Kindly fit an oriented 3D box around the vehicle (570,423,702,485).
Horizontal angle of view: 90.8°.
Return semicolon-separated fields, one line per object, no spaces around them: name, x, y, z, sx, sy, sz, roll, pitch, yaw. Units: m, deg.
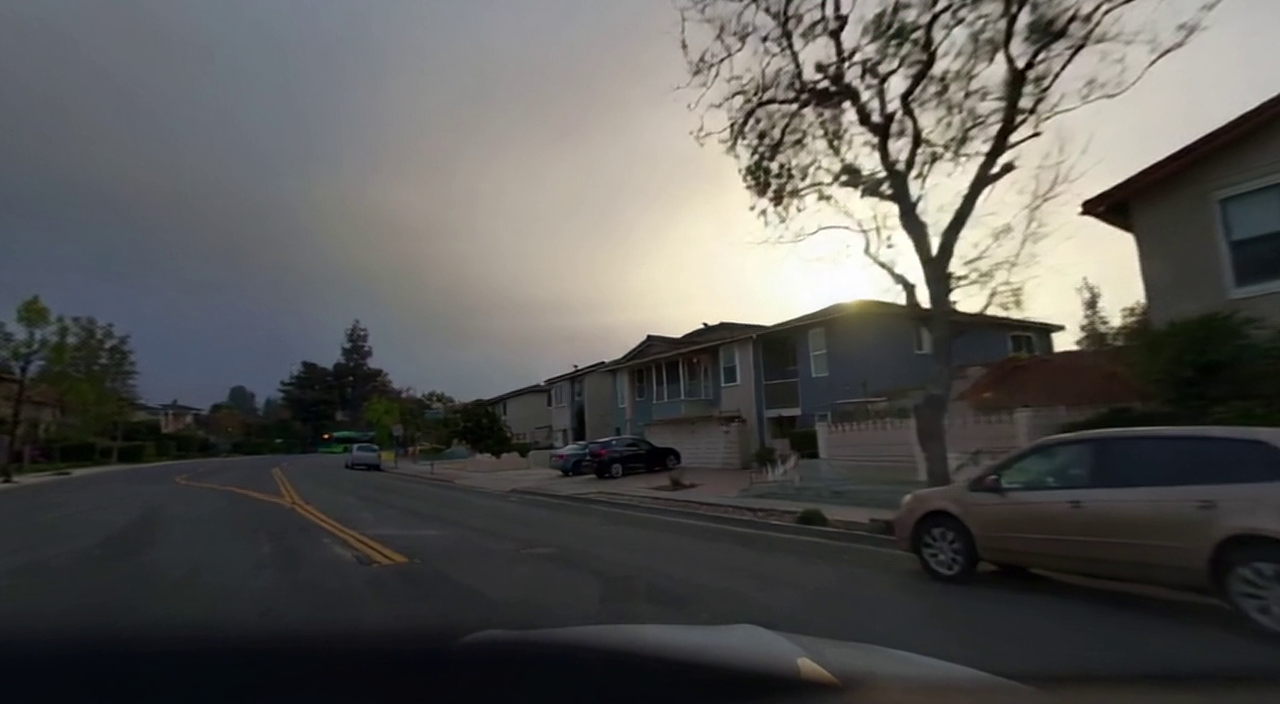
vehicle;-0.101;3.663;23.139;4.431;1.873;1.920;2;-8;-34

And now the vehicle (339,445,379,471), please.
vehicle;-18.563;6.972;41.655;1.984;1.601;3.994;4;-10;-28

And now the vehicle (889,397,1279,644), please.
vehicle;4.823;1.356;5.656;1.934;1.697;4.432;6;-10;-33
